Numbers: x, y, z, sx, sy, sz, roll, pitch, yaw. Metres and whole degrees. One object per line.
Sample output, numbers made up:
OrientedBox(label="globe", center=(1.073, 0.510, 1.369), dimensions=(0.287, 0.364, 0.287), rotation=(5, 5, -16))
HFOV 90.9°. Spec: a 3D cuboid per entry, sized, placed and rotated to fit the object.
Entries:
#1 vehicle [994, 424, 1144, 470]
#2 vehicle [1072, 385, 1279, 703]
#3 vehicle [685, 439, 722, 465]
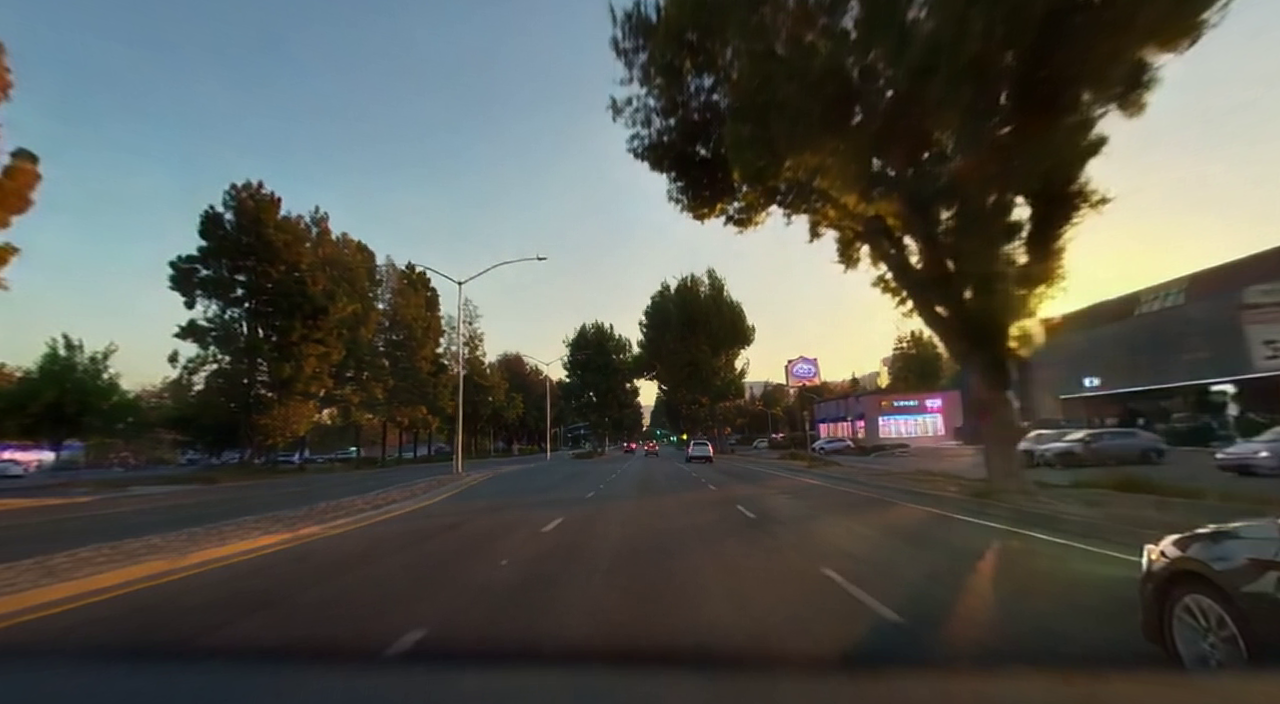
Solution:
OrientedBox(label="vehicle", center=(17.329, 3.867, 25.665), dimensions=(4.475, 1.739, 2.151), rotation=(0, -8, 0))
OrientedBox(label="vehicle", center=(3.500, 0.710, 1.218), dimensions=(1.995, 1.528, 4.732), rotation=(0, -8, 1))
OrientedBox(label="vehicle", center=(4.302, 6.852, 43.223), dimensions=(2.007, 1.683, 4.171), rotation=(0, -8, -1))
